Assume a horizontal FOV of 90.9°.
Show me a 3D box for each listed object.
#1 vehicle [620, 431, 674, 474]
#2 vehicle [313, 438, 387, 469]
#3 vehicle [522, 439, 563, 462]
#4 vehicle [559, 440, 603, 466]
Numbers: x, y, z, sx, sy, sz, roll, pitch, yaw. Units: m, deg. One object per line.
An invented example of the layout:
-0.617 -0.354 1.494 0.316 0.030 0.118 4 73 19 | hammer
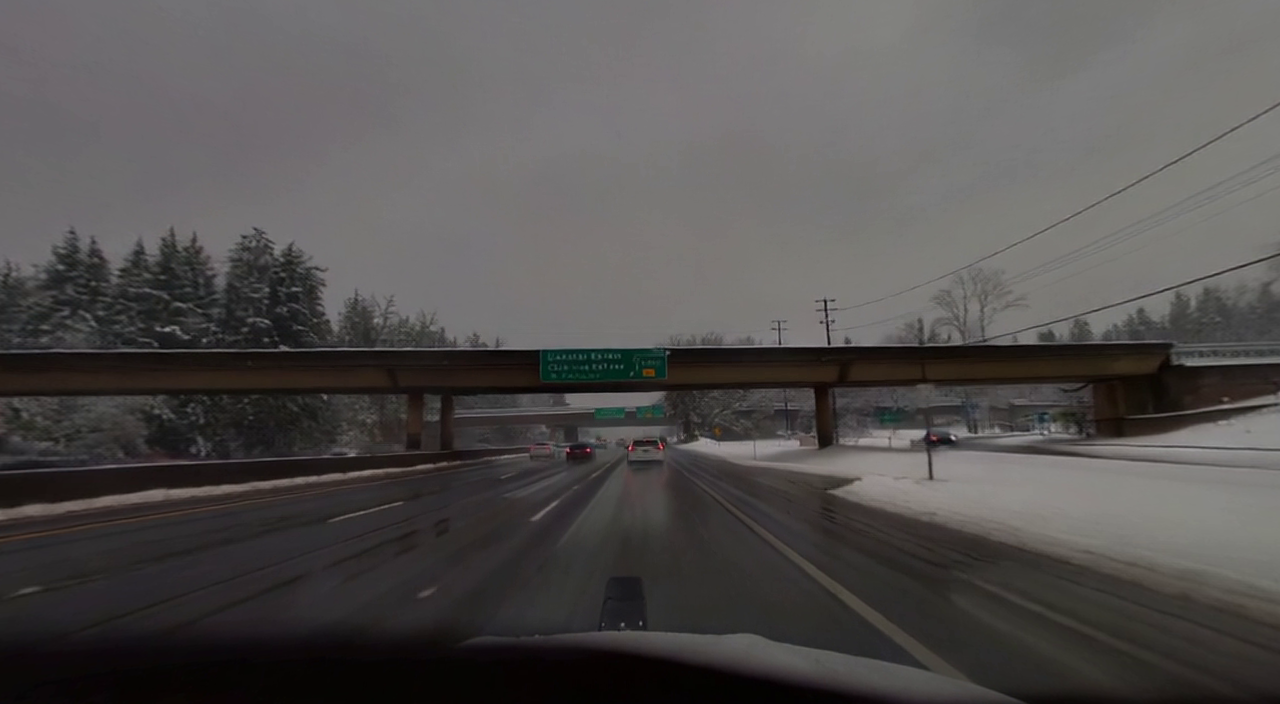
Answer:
0.286 4.323 27.220 2.152 1.697 4.066 0 -8 0 | vehicle
-16.924 5.947 37.134 2.000 1.667 4.937 0 -8 1 | vehicle
-7.199 7.334 47.024 2.139 1.653 4.614 0 -8 2 | vehicle
-3.367 5.892 36.992 2.056 1.464 4.564 0 -8 1 | vehicle
